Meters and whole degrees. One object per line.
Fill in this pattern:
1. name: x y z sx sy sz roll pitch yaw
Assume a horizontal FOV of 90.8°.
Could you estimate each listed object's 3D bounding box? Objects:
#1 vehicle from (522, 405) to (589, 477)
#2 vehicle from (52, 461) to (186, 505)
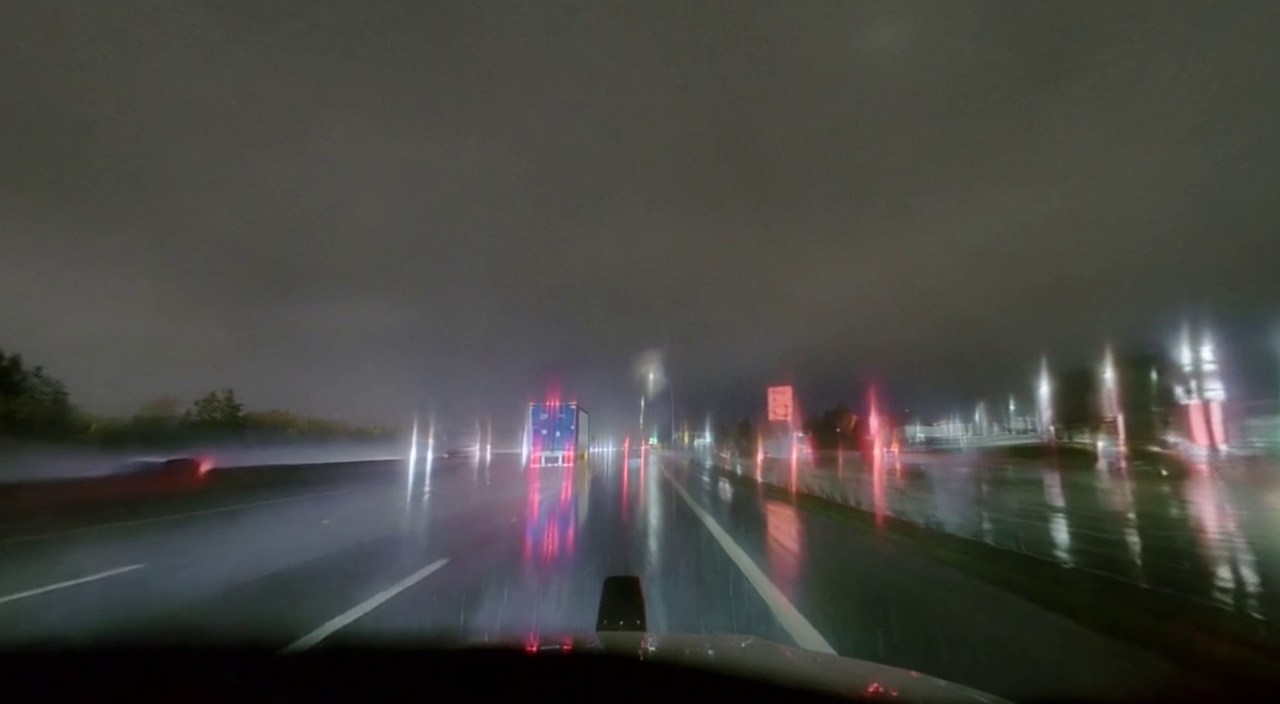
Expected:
1. vehicle: -4.442 4.931 34.719 2.707 3.461 7.191 0 -9 0
2. vehicle: -19.899 4.987 24.355 1.712 1.416 3.996 0 -9 1
